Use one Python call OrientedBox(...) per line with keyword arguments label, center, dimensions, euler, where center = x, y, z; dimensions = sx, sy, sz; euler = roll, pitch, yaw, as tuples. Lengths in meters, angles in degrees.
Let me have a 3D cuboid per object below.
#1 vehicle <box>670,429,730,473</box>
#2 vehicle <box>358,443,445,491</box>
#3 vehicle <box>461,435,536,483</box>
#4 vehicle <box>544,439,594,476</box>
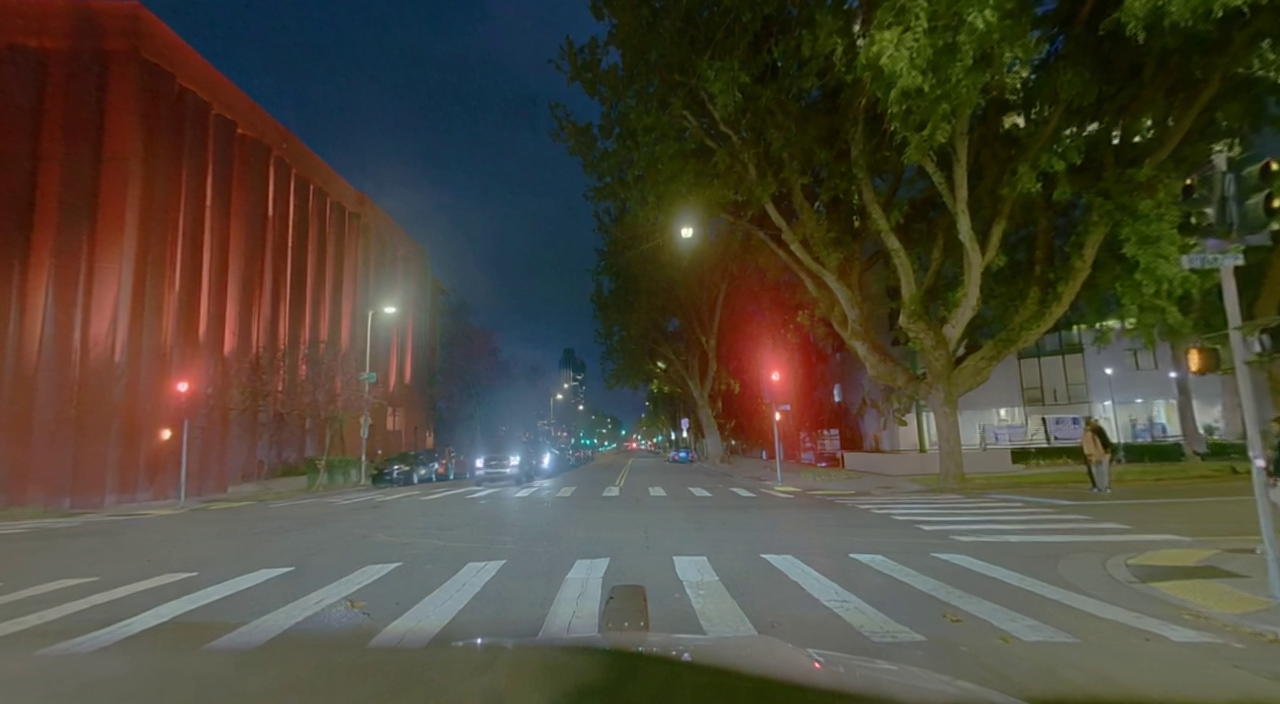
OrientedBox(label="vehicle", center=(3.096, 5.313, 34.088), dimensions=(2.557, 2.188, 5.164), euler=(0, -8, -2))
OrientedBox(label="vehicle", center=(-9.909, 4.755, 26.604), dimensions=(2.216, 1.804, 4.526), euler=(1, -8, -5))
OrientedBox(label="vehicle", center=(-5.972, 4.570, 27.274), dimensions=(2.242, 1.887, 4.924), euler=(0, -8, -2))
OrientedBox(label="vehicle", center=(-3.285, 4.962, 29.816), dimensions=(2.033, 1.596, 4.142), euler=(0, -8, -2))
